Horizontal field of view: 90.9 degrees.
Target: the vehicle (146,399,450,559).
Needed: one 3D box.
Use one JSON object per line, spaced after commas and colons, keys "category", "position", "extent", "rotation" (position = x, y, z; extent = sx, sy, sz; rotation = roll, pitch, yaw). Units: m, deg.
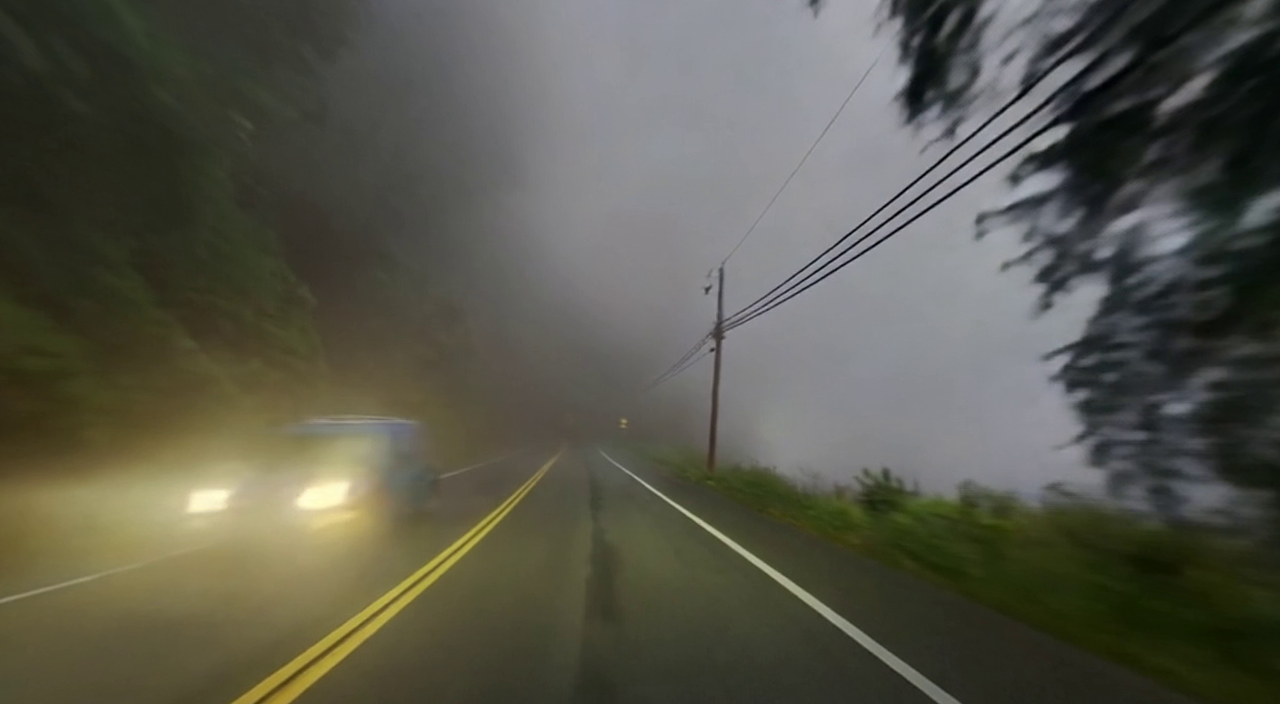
{"category": "vehicle", "position": [-4.811, 1.857, 9.962], "extent": [2.213, 1.882, 4.693], "rotation": [0, -8, -1]}
